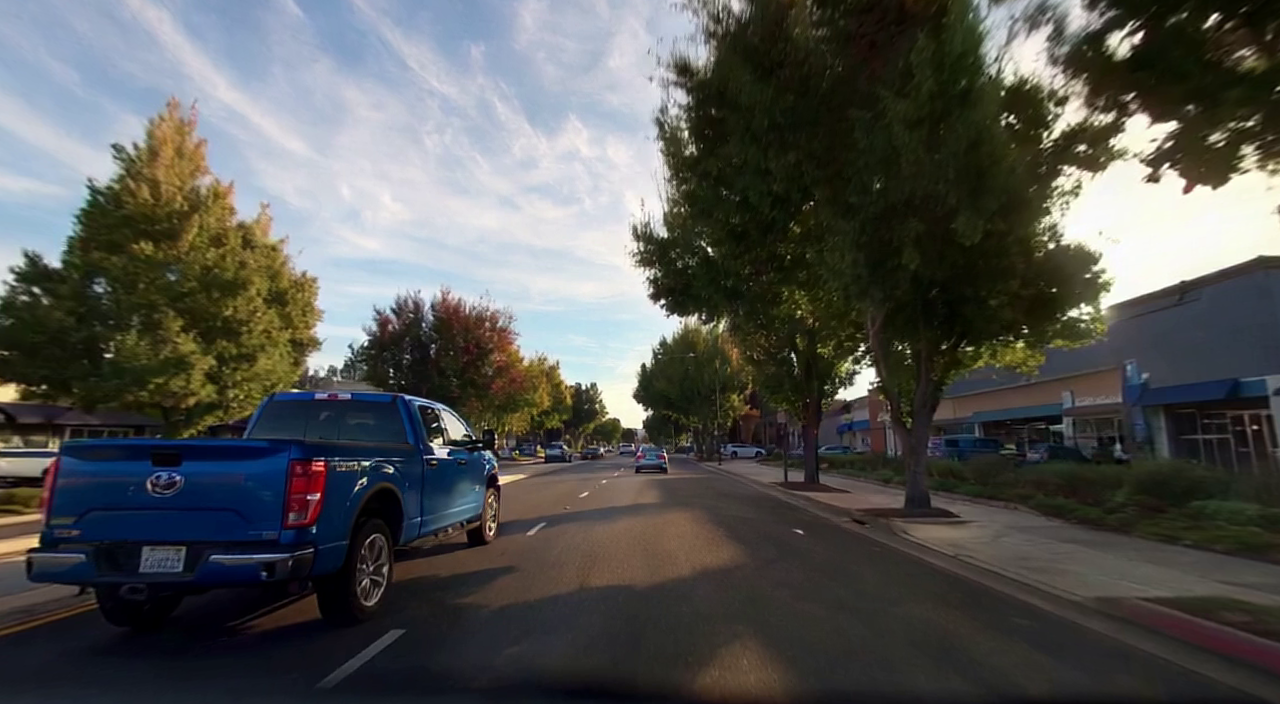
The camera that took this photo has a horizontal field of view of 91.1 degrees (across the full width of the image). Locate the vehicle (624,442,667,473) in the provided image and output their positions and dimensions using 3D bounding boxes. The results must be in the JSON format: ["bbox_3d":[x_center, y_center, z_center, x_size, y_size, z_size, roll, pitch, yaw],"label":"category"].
[{"bbox_3d":[0.342,5.639,33.929,2.191,1.530,4.470,0,-8,1],"label":"vehicle"}]

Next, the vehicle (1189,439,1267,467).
[{"bbox_3d":[36.811,6.281,39.276,4.480,1.588,2.098,4,-9,-28],"label":"vehicle"}]

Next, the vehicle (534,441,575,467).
[{"bbox_3d":[-6.207,7.440,46.181,2.146,1.788,5.153,0,-8,2],"label":"vehicle"}]

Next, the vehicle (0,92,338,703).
[{"bbox_3d":[-3.513,0.321,1.483,2.733,2.495,5.037,-1,-8,5],"label":"vehicle"}]

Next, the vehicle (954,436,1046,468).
[{"bbox_3d":[21.252,5.919,37.194,4.501,1.780,2.082,-5,-10,30],"label":"vehicle"}]

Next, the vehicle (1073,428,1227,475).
[{"bbox_3d":[22.157,4.335,27.528,4.957,1.882,2.031,-7,-11,38],"label":"vehicle"}]
